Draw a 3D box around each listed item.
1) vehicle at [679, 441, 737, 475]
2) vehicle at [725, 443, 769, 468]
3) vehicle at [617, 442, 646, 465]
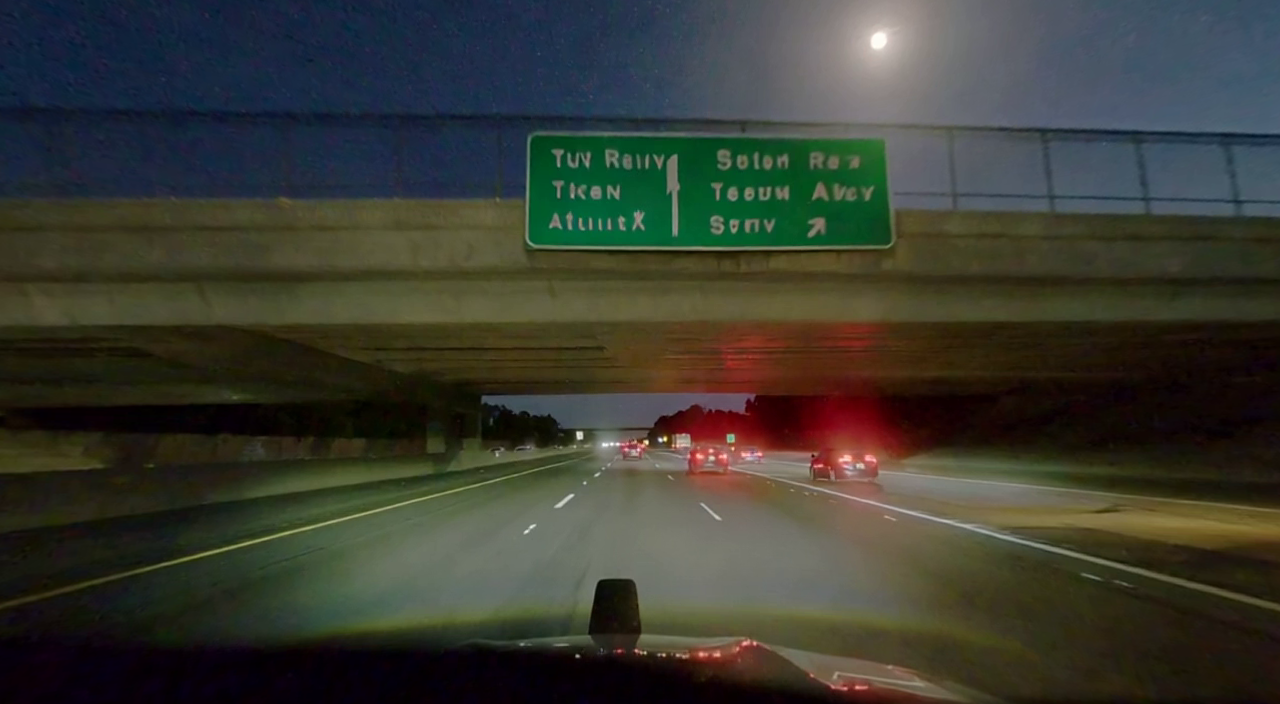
[{"bbox_3d":[3.131,5.015,30.037,2.076,1.472,4.562,0,-9,-2],"label":"vehicle"},{"bbox_3d":[6.917,6.712,41.183,1.946,1.497,4.467,0,-9,-2],"label":"vehicle"},{"bbox_3d":[-0.655,7.428,46.475,2.029,1.595,4.207,0,-9,-1],"label":"vehicle"}]
